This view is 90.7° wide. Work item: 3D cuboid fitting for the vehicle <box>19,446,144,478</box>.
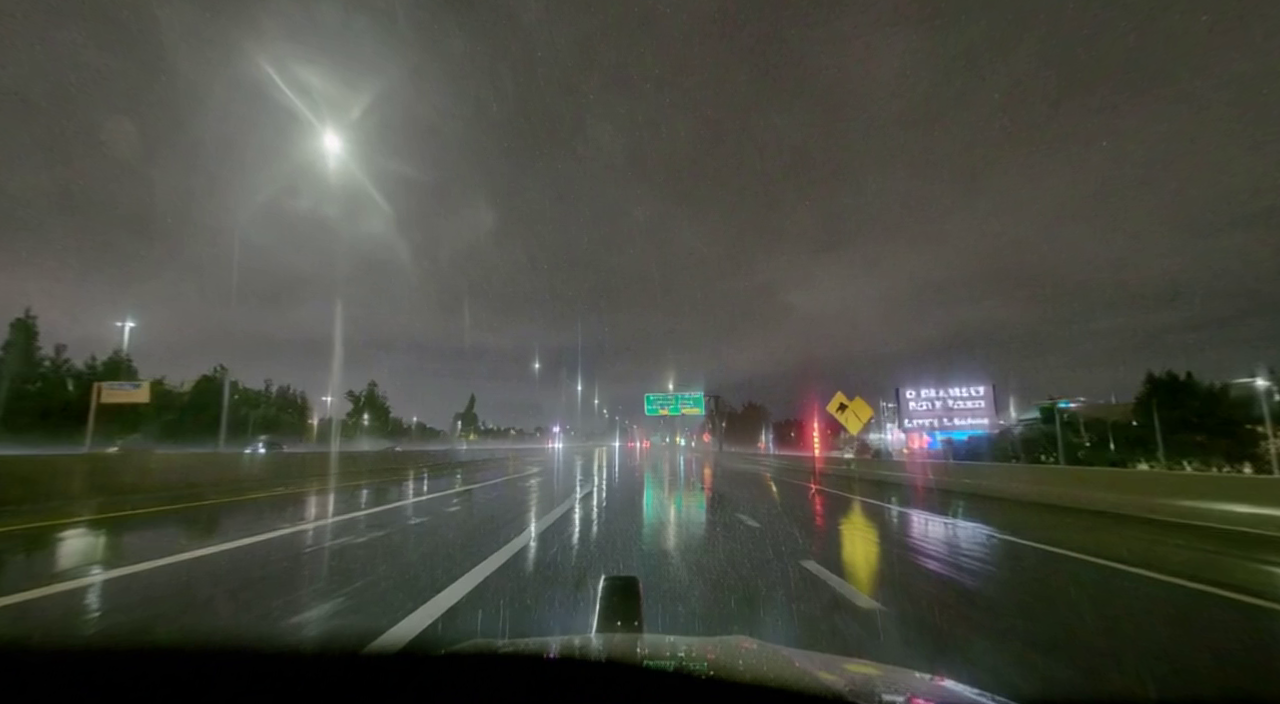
[{"bbox_3d":[-28.653,5.650,32.733,1.874,1.502,5.025,0,-9,1],"label":"vehicle"}]
